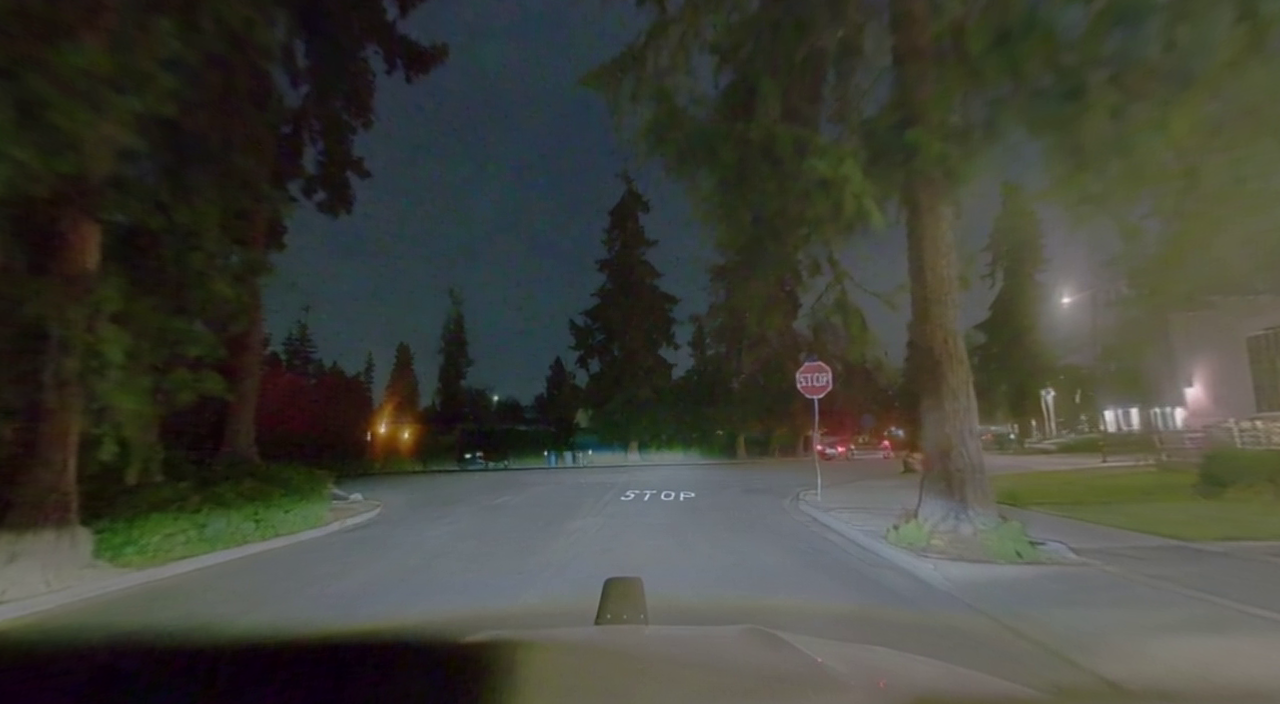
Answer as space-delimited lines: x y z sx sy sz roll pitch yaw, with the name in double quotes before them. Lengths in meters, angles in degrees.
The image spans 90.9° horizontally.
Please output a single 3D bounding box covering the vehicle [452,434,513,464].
"vehicle" -9.764 6.029 39.384 1.883 1.732 4.038 -2 -8 16
